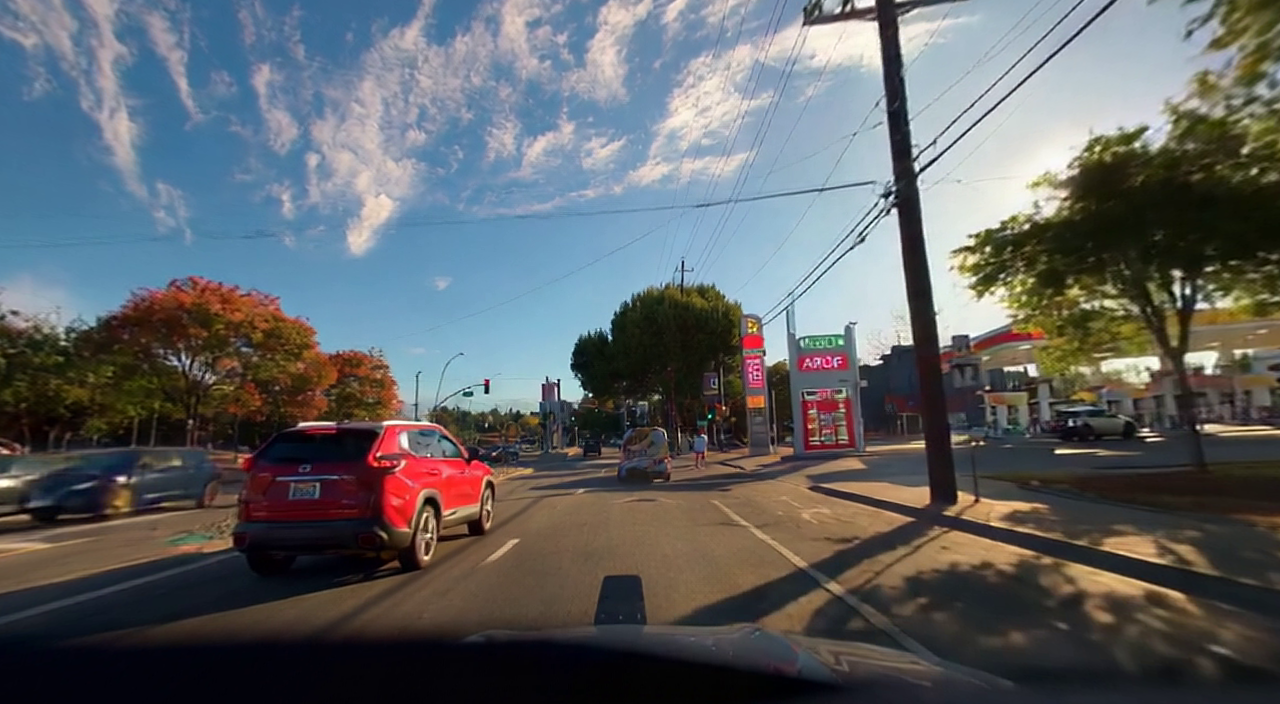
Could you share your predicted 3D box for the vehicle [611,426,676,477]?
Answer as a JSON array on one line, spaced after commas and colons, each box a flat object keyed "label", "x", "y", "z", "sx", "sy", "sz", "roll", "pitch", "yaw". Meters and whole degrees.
[{"label": "vehicle", "x": 0.094, "y": 4.320, "z": 27.545, "sx": 2.552, "sy": 1.999, "sz": 5.498, "roll": 0, "pitch": -8, "yaw": -1}]

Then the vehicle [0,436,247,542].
[{"label": "vehicle", "x": -9.915, "y": 2.545, "z": 12.414, "sx": 1.943, "sy": 1.643, "sz": 4.167, "roll": -1, "pitch": -8, "yaw": -6}]

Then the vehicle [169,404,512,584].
[{"label": "vehicle", "x": -3.424, "y": 1.732, "z": 8.651, "sx": 2.247, "sy": 1.734, "sz": 4.919, "roll": 0, "pitch": -8, "yaw": 1}]
